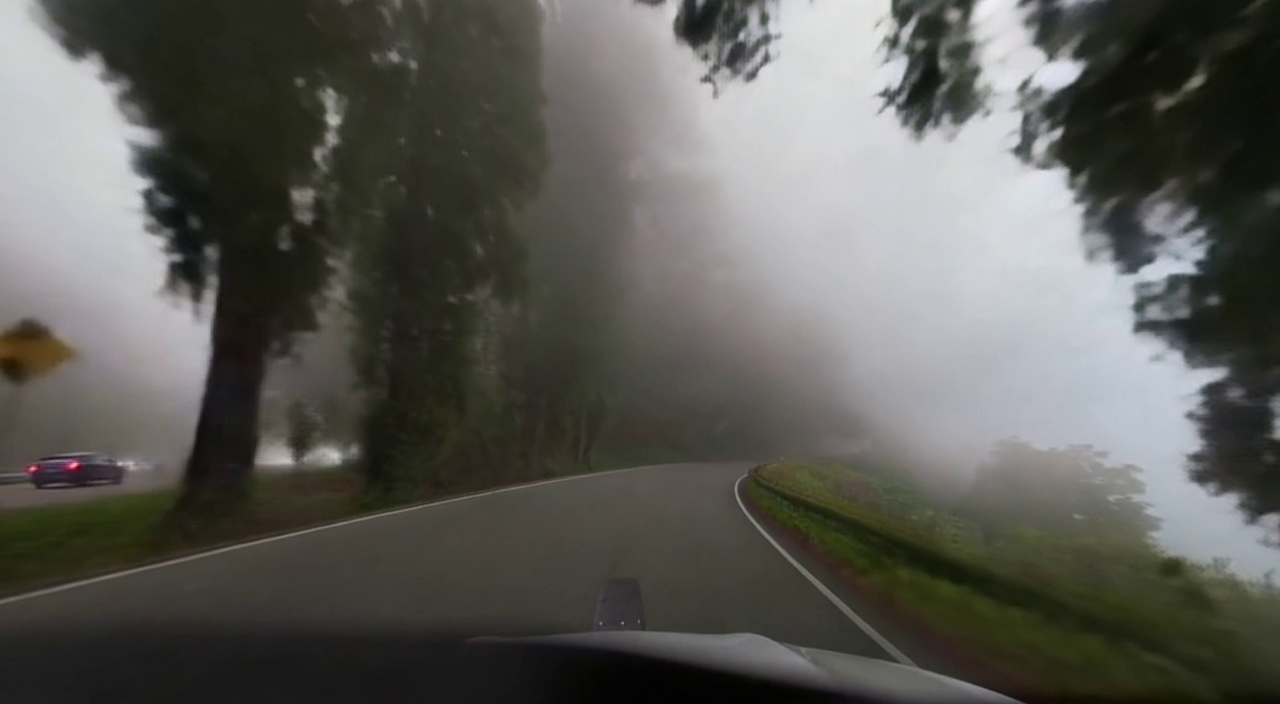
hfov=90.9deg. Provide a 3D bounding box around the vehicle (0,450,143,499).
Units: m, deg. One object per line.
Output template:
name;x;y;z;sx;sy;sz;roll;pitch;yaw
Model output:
vehicle;-20.306;4.317;22.612;2.015;1.517;4.991;2;-10;-16
